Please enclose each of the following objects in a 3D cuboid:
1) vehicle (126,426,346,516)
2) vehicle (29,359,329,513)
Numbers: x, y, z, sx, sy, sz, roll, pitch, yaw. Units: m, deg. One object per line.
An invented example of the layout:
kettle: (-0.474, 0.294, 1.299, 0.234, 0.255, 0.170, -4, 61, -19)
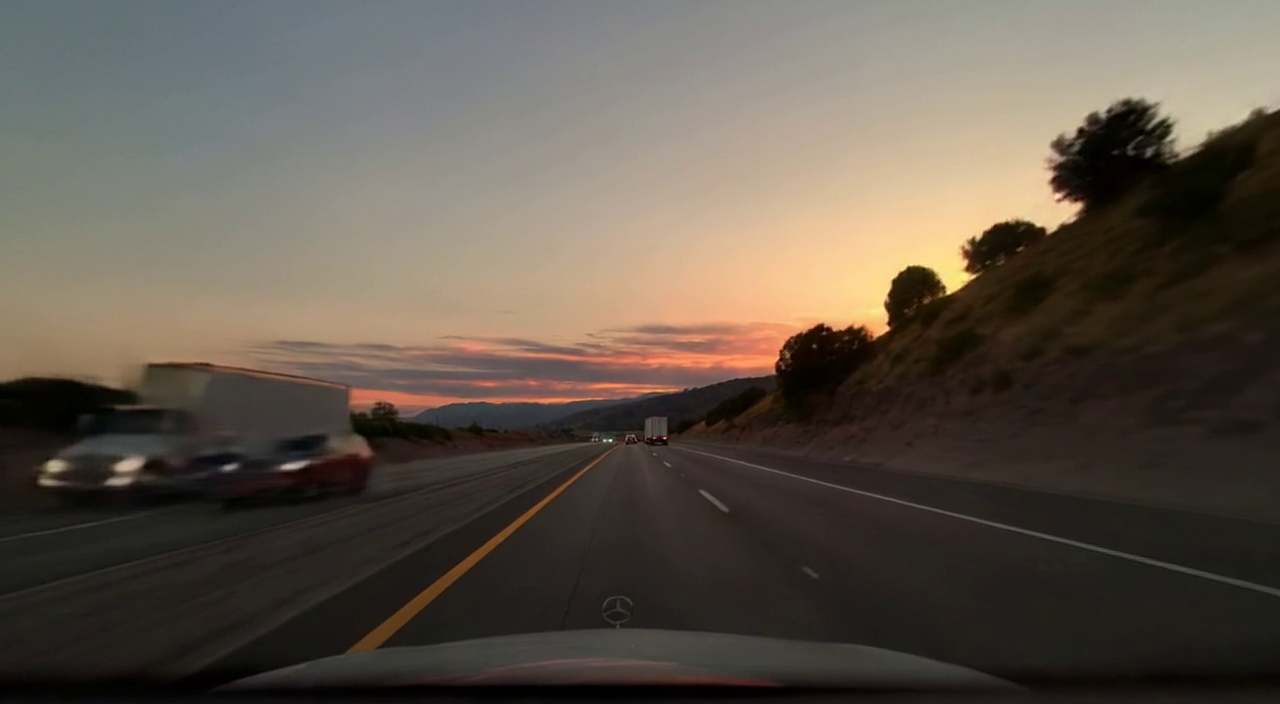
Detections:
vehicle: (-8.925, 2.618, 14.531, 2.058, 1.735, 4.603, 0, -8, -1)
vehicle: (-13.105, 2.536, 19.398, 2.653, 3.576, 8.959, -1, -7, -1)
